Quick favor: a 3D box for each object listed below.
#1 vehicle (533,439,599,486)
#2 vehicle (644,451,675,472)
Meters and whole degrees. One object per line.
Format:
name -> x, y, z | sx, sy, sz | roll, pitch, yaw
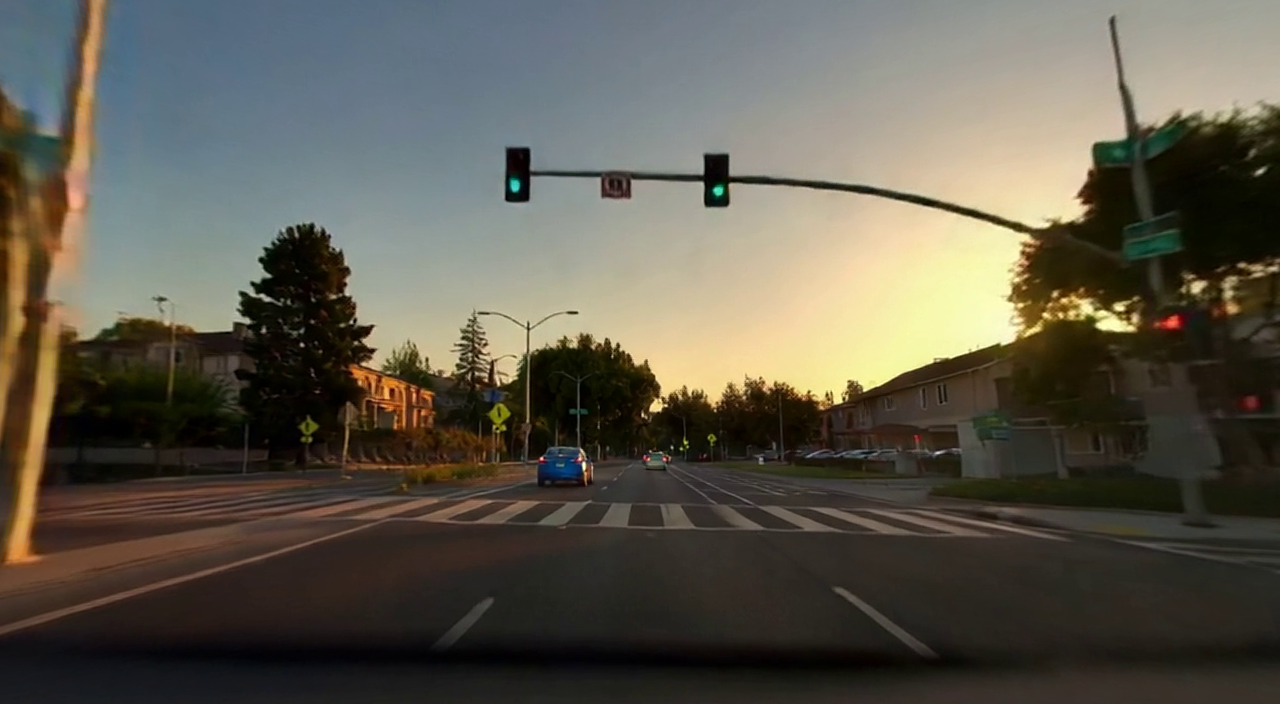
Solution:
vehicle -> -3.002, 4.611, 26.592 | 2.150, 1.812, 4.423 | 0, -9, 1
vehicle -> 1.391, 8.050, 46.582 | 2.075, 1.480, 3.920 | 0, -9, 0
